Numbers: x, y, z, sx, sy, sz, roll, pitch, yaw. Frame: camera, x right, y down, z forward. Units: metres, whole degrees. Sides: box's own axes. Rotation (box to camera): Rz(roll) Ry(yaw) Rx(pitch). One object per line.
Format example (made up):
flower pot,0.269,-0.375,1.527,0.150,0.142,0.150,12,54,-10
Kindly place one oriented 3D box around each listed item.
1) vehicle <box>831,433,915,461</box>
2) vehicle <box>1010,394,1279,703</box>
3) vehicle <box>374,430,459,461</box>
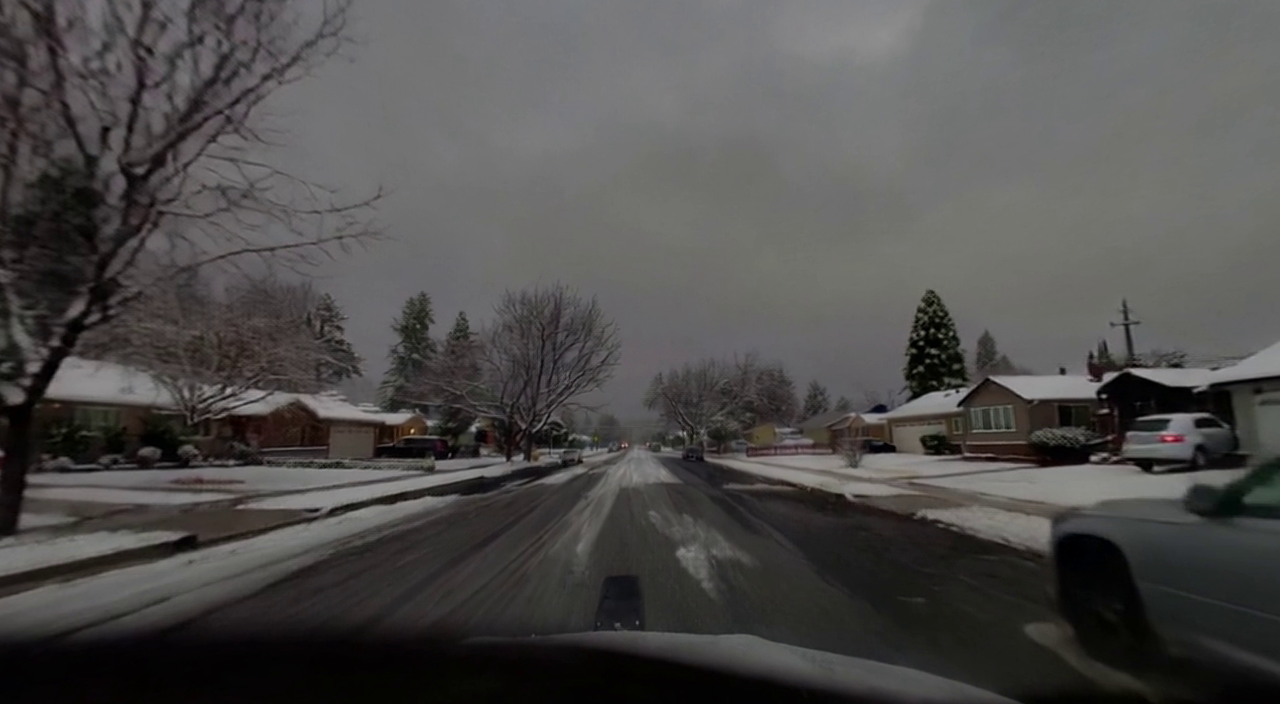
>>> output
vehicle,14.167,5.735,38.451,4.391,1.555,1.953,1,-7,-13
vehicle,3.863,0.911,2.262,2.136,1.596,4.790,0,-8,0
vehicle,-15.307,6.470,43.433,5.003,1.805,2.041,10,-13,-37
